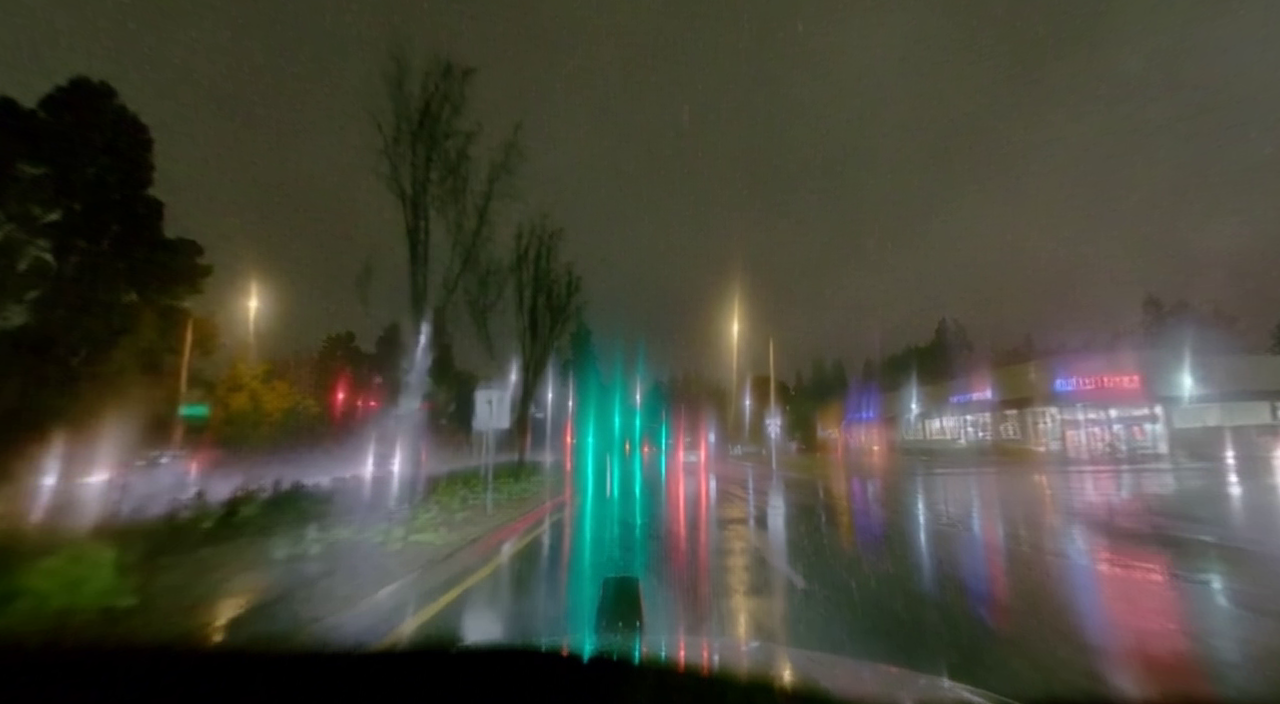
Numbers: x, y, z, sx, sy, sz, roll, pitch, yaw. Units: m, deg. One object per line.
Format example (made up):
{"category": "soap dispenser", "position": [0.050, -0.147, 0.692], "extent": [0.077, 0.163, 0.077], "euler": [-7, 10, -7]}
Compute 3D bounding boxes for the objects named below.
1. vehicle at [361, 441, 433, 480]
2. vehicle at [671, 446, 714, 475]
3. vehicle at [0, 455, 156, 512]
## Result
{"category": "vehicle", "position": [-11.769, 5.248, 30.921], "extent": [1.953, 1.761, 4.702], "euler": [1, -9, -5]}
{"category": "vehicle", "position": [2.980, 6.240, 36.710], "extent": [1.961, 1.580, 4.020], "euler": [0, -8, -3]}
{"category": "vehicle", "position": [-18.323, 4.157, 20.440], "extent": [1.827, 1.546, 4.506], "euler": [0, -8, -2]}
